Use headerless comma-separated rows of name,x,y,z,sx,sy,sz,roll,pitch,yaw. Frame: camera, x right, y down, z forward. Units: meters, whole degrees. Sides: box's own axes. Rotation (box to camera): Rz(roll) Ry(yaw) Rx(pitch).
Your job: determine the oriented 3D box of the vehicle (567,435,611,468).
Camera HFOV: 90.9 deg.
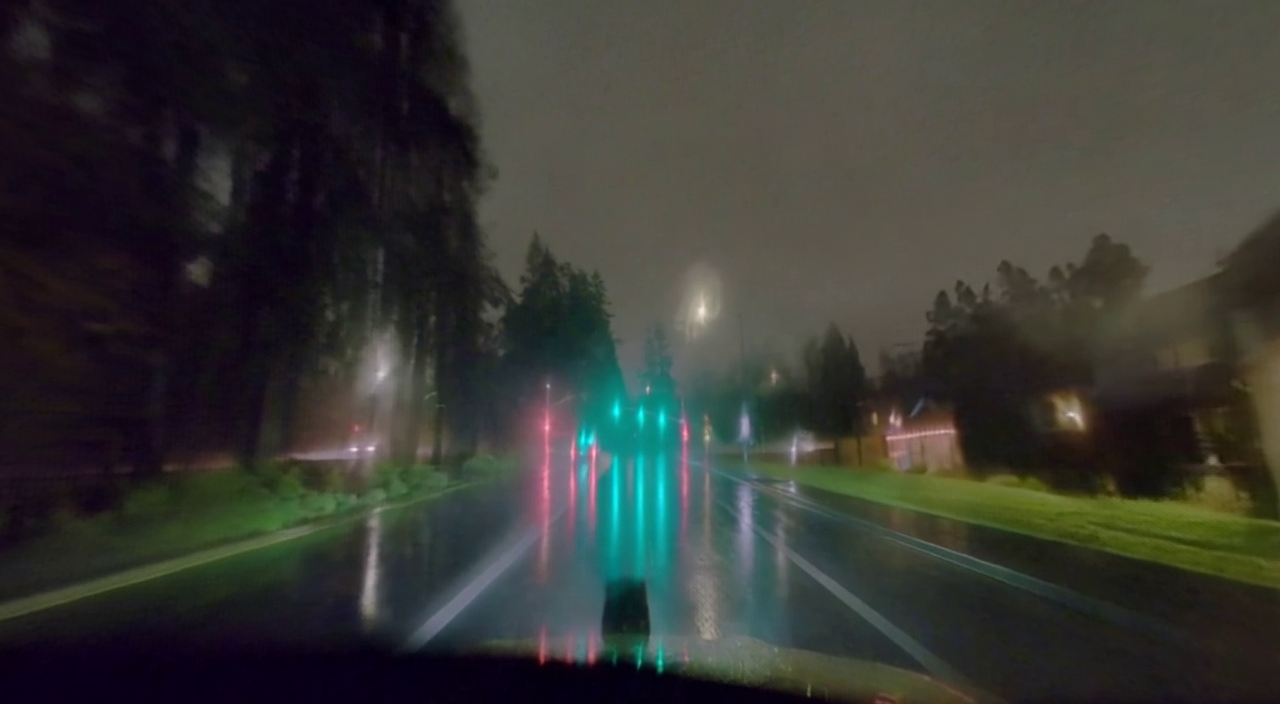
vehicle,-2.745,5.466,34.791,2.016,1.694,4.335,0,-8,1
